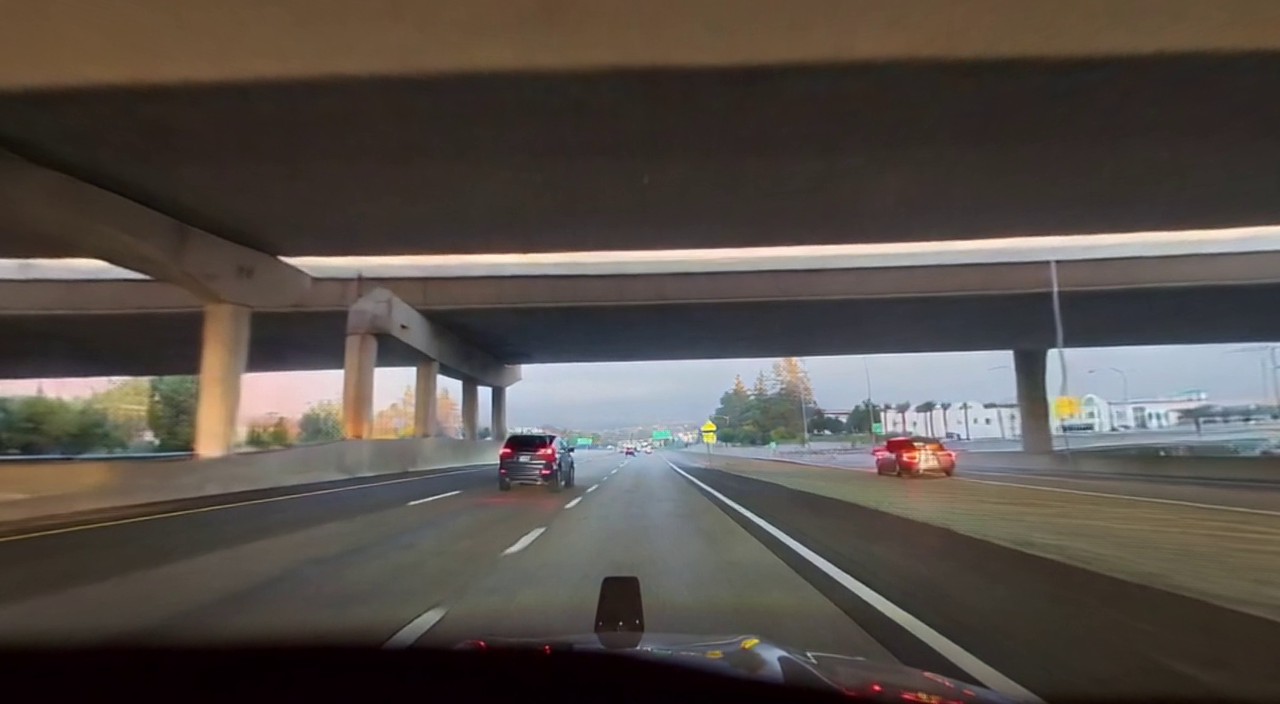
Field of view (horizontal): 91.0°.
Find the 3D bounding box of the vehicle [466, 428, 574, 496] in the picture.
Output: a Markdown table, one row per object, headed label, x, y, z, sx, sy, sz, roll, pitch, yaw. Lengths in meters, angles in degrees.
| label | x | y | z | sx | sy | sz | roll | pitch | yaw |
| --- | --- | --- | --- | --- | --- | --- | --- | --- | --- |
| vehicle | -3.338 | 3.212 | 18.641 | 2.203 | 1.734 | 4.600 | 0 | -9 | 1 |
